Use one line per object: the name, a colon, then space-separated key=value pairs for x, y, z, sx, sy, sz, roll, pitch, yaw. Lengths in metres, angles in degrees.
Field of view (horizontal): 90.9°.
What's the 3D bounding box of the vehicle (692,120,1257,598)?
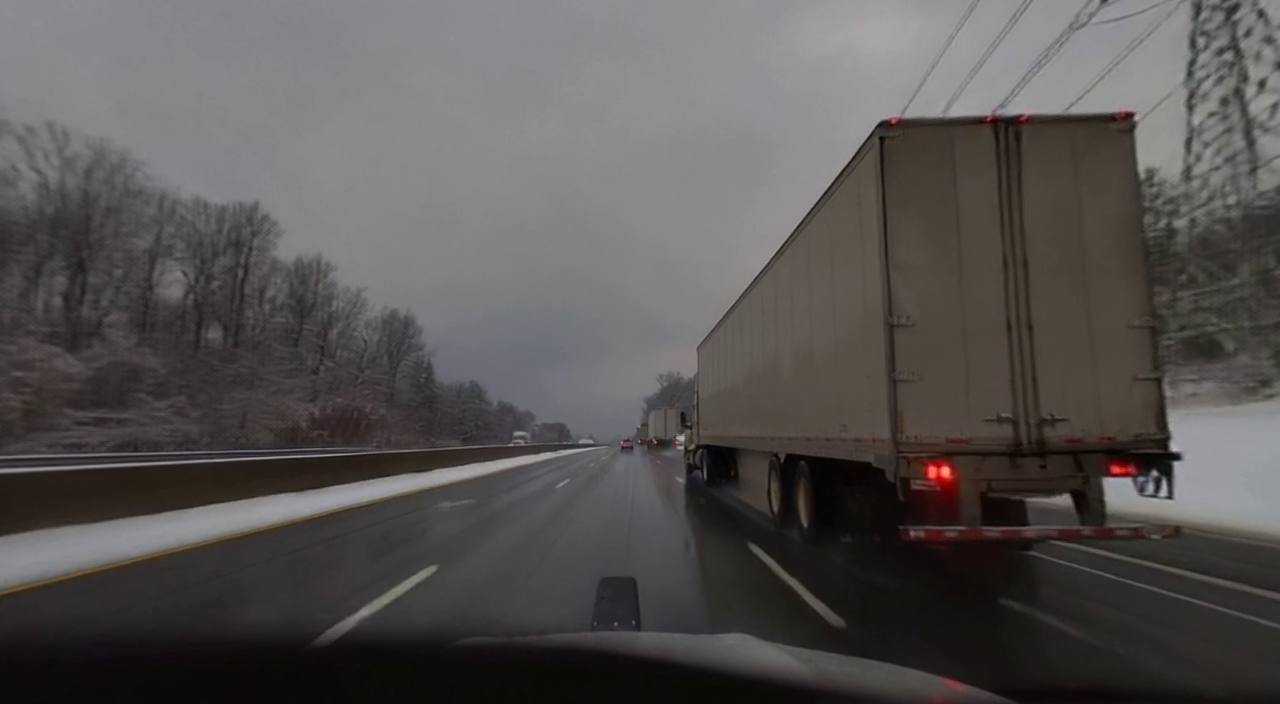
vehicle: x=3.347 y=0.910 z=12.394 sx=2.905 sy=4.080 sz=14.157 roll=0 pitch=-8 yaw=-2
